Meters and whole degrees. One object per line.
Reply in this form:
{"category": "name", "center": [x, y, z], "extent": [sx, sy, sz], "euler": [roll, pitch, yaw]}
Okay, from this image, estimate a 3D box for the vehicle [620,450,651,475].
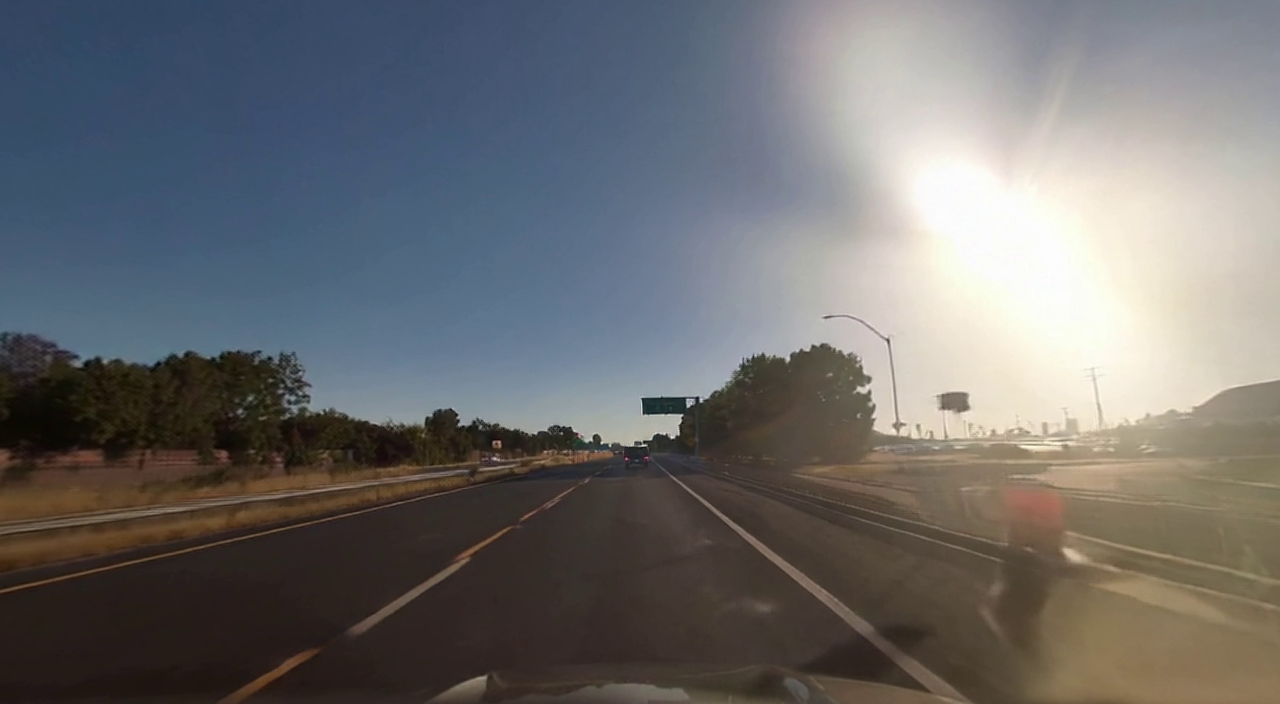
{"category": "vehicle", "center": [-0.212, 6.591, 37.752], "extent": [1.695, 1.437, 3.506], "euler": [0, -9, 2]}
